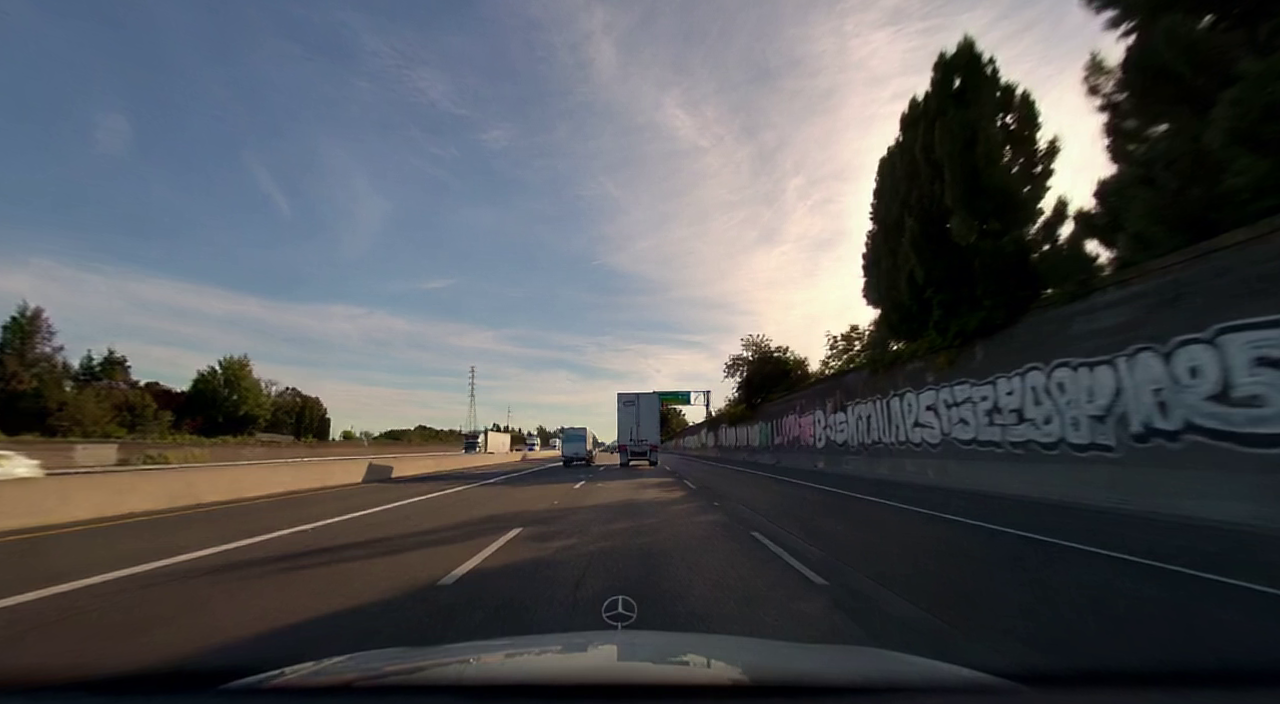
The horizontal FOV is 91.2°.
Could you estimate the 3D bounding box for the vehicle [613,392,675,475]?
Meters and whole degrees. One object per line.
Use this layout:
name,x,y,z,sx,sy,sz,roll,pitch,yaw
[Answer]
vehicle,0.114,4.852,36.409,3.042,4.023,10.832,0,-9,-1

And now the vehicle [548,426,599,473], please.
vehicle,-3.592,5.418,34.878,2.278,2.369,5.249,0,-9,0
